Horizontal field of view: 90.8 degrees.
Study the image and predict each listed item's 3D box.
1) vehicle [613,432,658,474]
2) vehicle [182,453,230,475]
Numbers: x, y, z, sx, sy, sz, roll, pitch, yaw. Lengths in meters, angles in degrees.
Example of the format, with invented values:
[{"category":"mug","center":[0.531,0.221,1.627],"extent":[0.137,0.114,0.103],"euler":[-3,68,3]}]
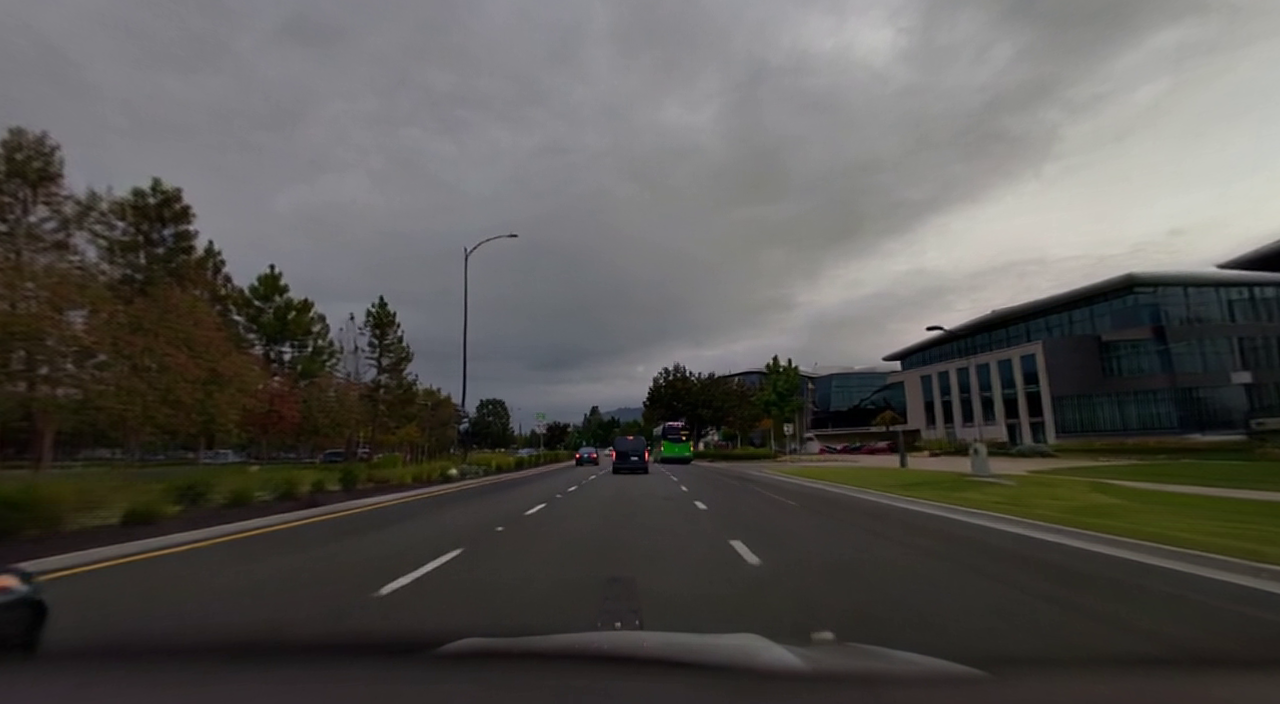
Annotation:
[{"category":"vehicle","center":[-0.198,5.597,35.067],"extent":[2.336,2.122,5.207],"euler":[0,-9,1]},{"category":"vehicle","center":[-32.431,8.335,47.138],"extent":[2.113,1.537,4.545],"euler":[8,-12,-42]}]
